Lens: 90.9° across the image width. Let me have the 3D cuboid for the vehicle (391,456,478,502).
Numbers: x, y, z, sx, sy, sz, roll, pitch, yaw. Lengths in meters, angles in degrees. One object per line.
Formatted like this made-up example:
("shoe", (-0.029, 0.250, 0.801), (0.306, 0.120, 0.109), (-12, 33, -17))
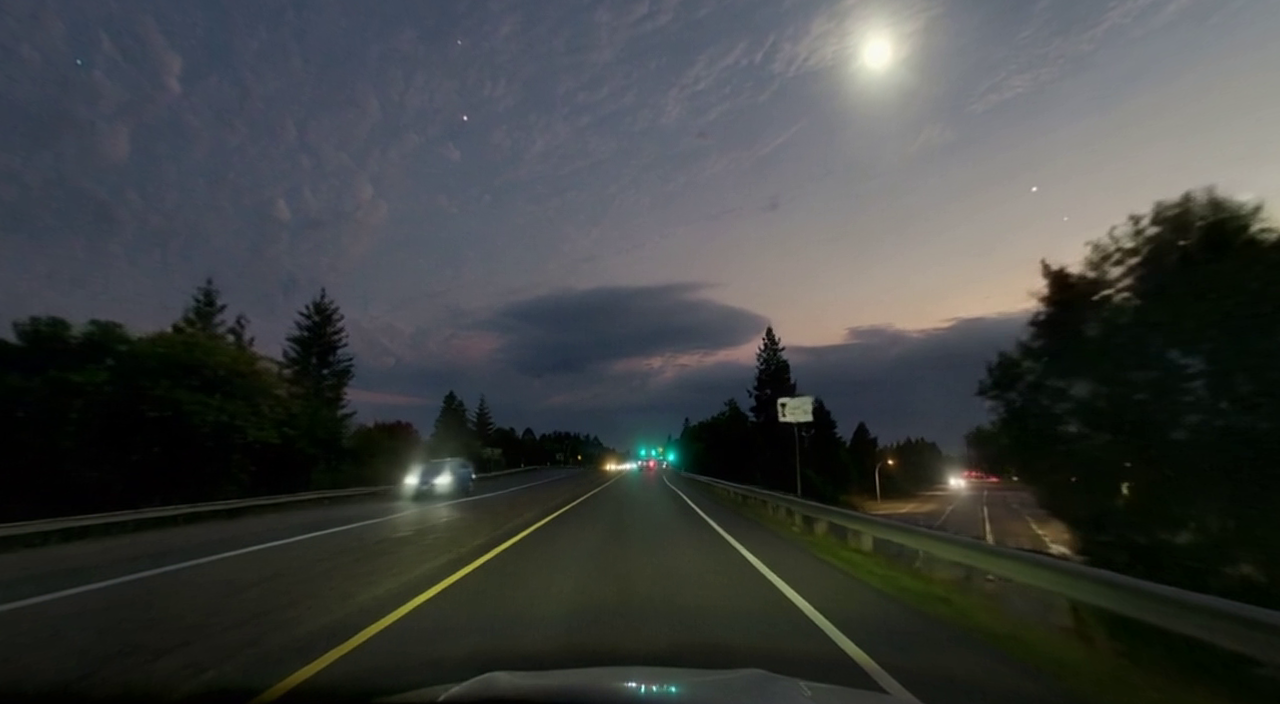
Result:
("vehicle", (-7.743, 4.798, 24.140), (2.003, 1.554, 3.757), (0, -9, 1))
